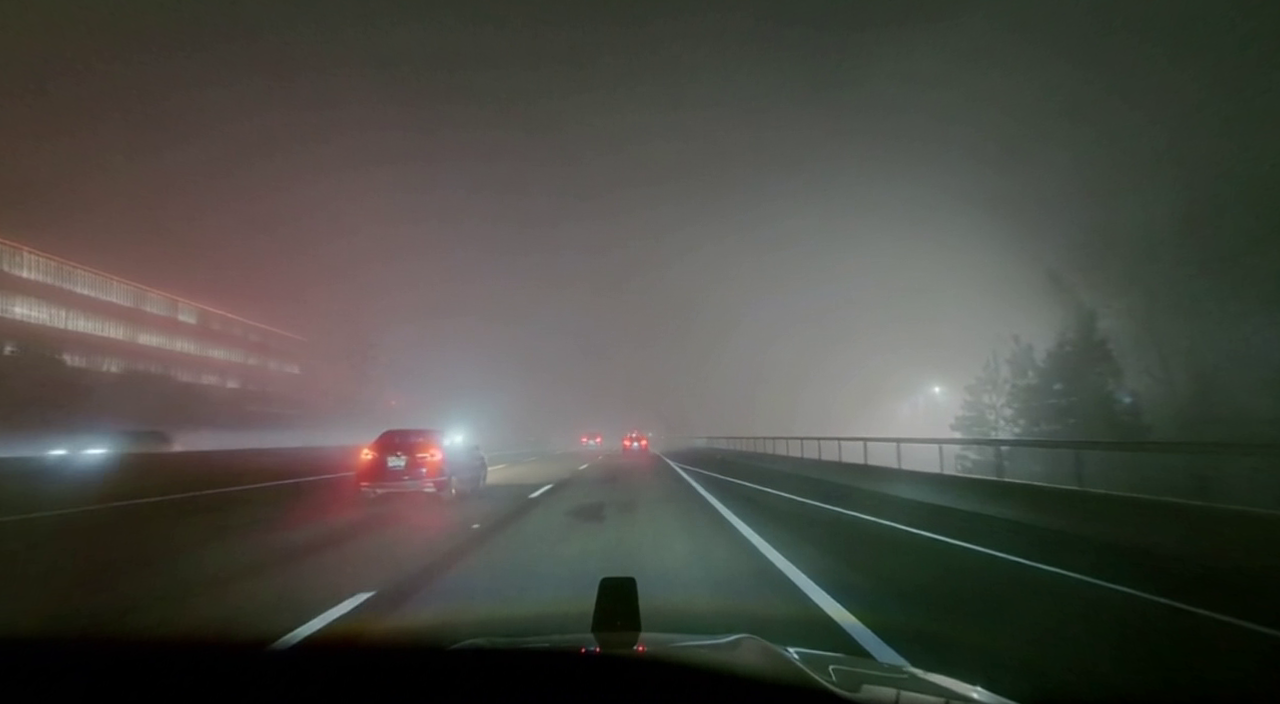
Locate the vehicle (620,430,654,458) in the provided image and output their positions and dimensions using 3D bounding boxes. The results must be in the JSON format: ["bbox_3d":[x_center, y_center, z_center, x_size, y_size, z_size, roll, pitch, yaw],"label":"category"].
[{"bbox_3d":[-0.207,5.669,38.829,2.036,1.637,4.009,0,-8,-1],"label":"vehicle"}]

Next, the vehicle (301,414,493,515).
[{"bbox_3d":[-4.457,2.128,12.442,2.036,1.612,4.510,0,-8,-1],"label":"vehicle"}]

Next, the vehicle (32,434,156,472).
[{"bbox_3d":[-23.596,4.360,27.404,1.803,1.491,3.941,0,-8,1],"label":"vehicle"}]
